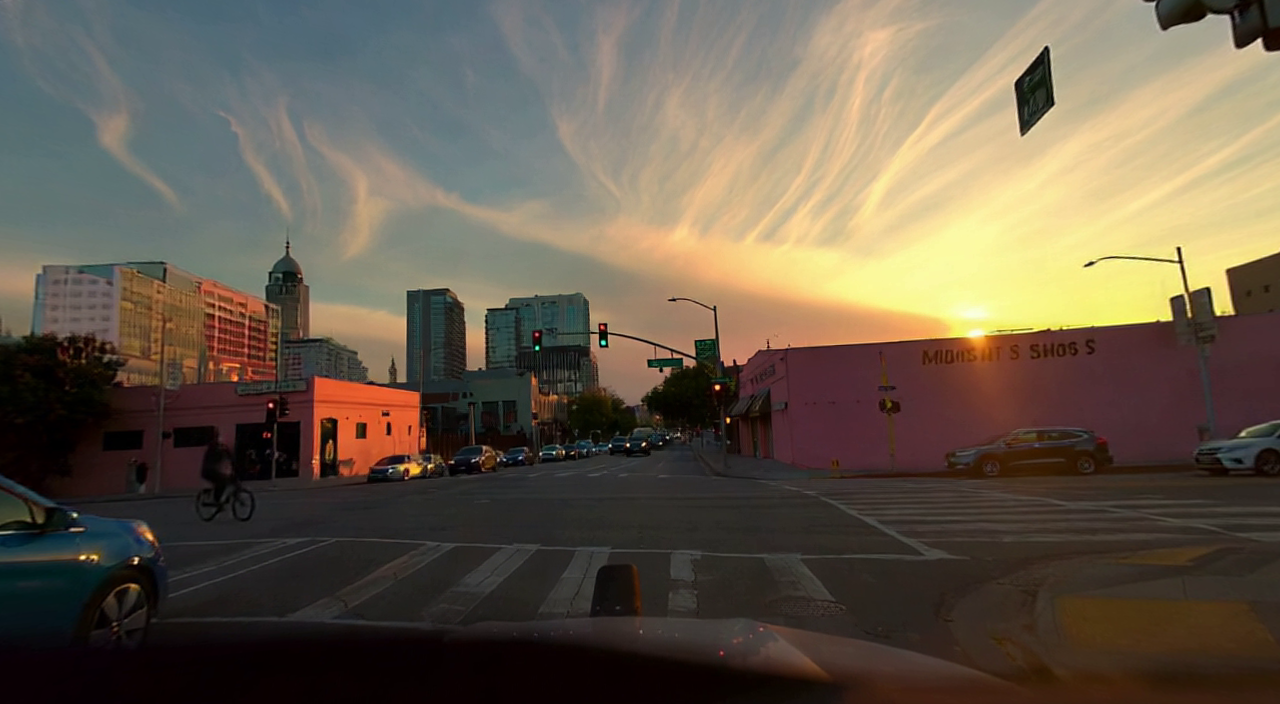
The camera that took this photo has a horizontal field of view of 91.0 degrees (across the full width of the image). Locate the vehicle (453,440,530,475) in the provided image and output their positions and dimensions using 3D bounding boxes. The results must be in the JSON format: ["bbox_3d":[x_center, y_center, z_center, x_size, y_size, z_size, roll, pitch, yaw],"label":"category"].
[{"bbox_3d":[-8.373,5.974,36.045,2.152,1.825,5.406,-2,-9,12],"label":"vehicle"}]

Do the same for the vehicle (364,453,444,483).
[{"bbox_3d":[-12.561,6.168,33.875,1.976,1.425,4.567,-1,-9,9],"label":"vehicle"}]

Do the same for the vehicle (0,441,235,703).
[{"bbox_3d":[-3.691,0.968,2.156,1.759,1.325,4.295,0,-9,0],"label":"vehicle"}]

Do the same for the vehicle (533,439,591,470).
[{"bbox_3d":[-4.479,5.976,36.867,1.928,1.647,4.575,-2,-9,13],"label":"vehicle"}]

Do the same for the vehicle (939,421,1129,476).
[{"bbox_3d":[11.581,2.877,18.792,4.355,1.546,1.820,-1,-9,6],"label":"vehicle"}]

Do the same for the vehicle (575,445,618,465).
[{"bbox_3d":[-2.987,7.185,44.132,1.743,1.362,4.350,-2,-9,14],"label":"vehicle"}]
